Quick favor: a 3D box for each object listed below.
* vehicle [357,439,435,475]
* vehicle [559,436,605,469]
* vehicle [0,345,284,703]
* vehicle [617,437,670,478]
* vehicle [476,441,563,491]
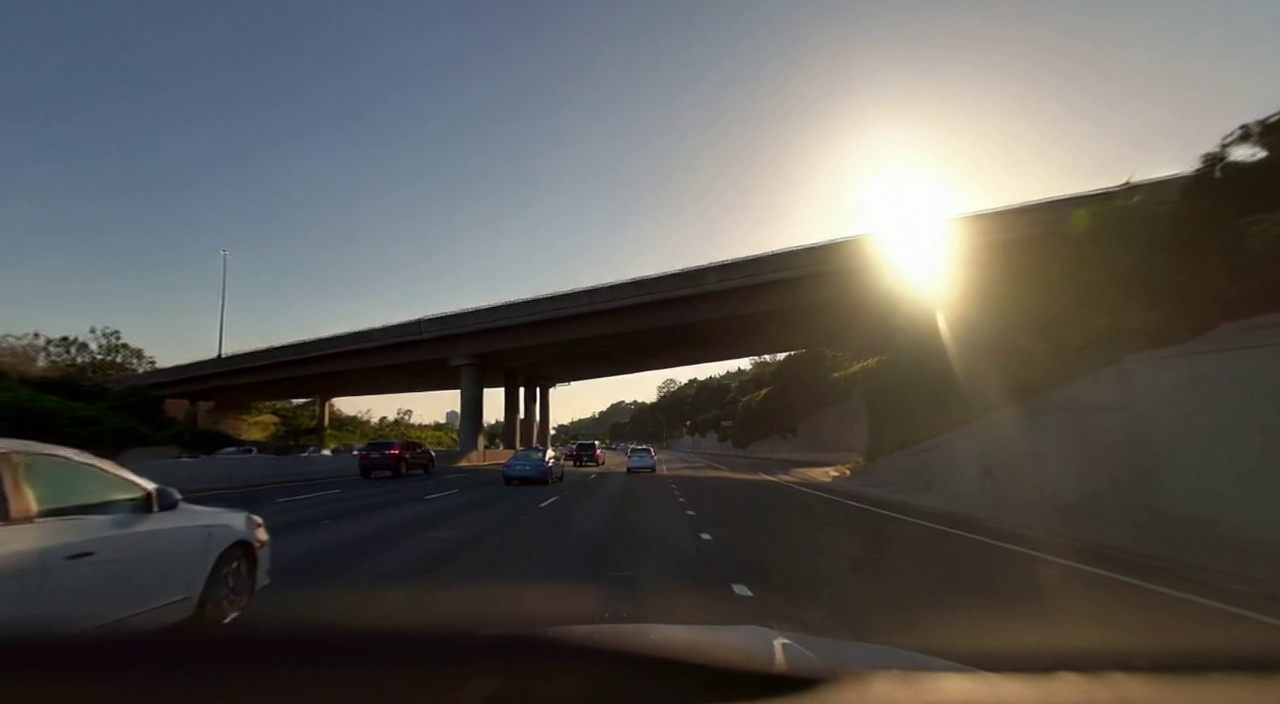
[{"bbox_3d":[-11.745,5.068,30.579,1.954,1.640,4.339,0,-8,1],"label":"vehicle"},{"bbox_3d":[-3.449,6.067,38.112,2.237,1.841,4.683,0,-8,1],"label":"vehicle"},{"bbox_3d":[-3.804,0.833,2.491,2.161,1.759,4.482,0,-8,-1],"label":"vehicle"},{"bbox_3d":[0.149,4.673,28.191,2.160,1.678,4.178,0,-8,0],"label":"vehicle"},{"bbox_3d":[-3.952,3.795,21.382,1.997,1.490,4.471,0,-8,1],"label":"vehicle"}]
